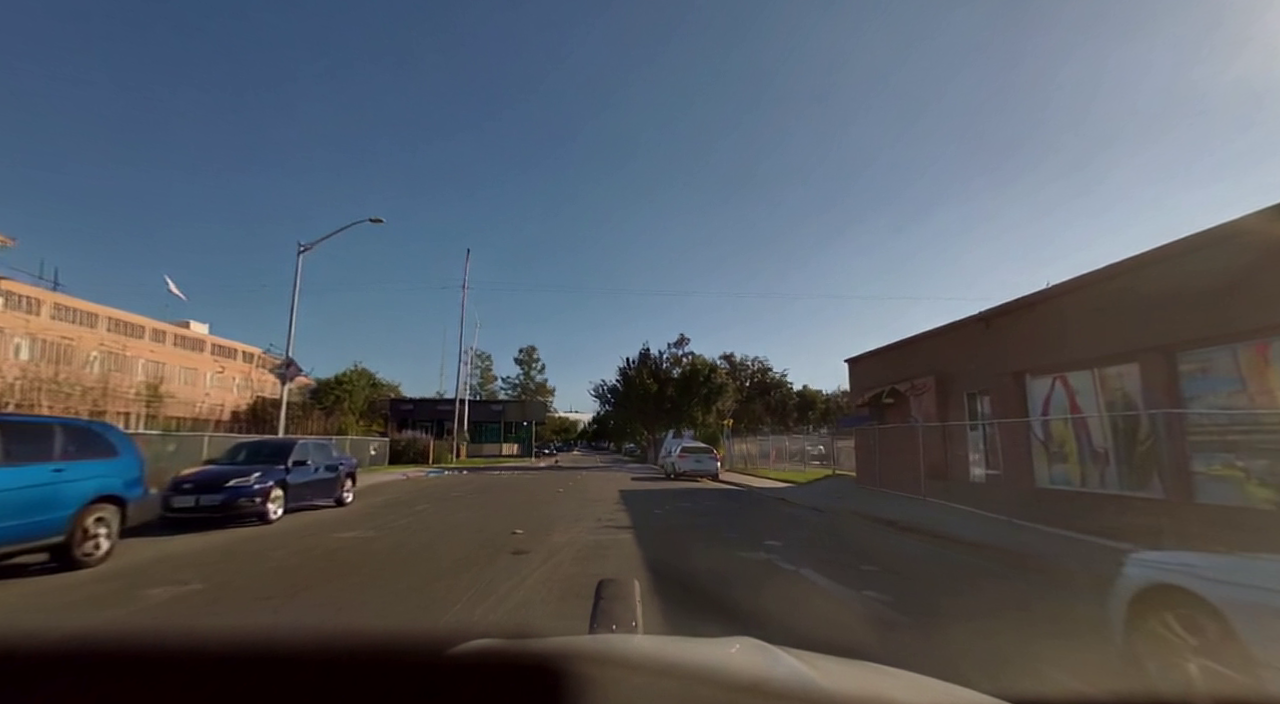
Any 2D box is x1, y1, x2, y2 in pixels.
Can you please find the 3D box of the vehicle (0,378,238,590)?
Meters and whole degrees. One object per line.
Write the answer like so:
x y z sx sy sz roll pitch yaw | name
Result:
-7.119 1.359 6.476 2.504 1.919 5.658 -2 -8 -3 | vehicle

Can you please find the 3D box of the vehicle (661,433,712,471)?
2.439 5.449 34.697 2.158 1.900 5.376 0 -8 -2 | vehicle

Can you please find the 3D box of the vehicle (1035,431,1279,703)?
3.852 1.015 1.991 2.050 1.475 4.613 2 -8 -4 | vehicle

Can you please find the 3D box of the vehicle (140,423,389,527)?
-7.234 2.414 13.055 2.173 1.685 5.139 0 -9 -3 | vehicle

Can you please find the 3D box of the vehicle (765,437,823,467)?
8.864 5.799 36.775 1.980 1.606 4.097 1 -9 -5 | vehicle

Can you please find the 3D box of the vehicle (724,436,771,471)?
6.116 5.844 36.202 1.911 1.685 3.764 3 -12 -1 | vehicle
